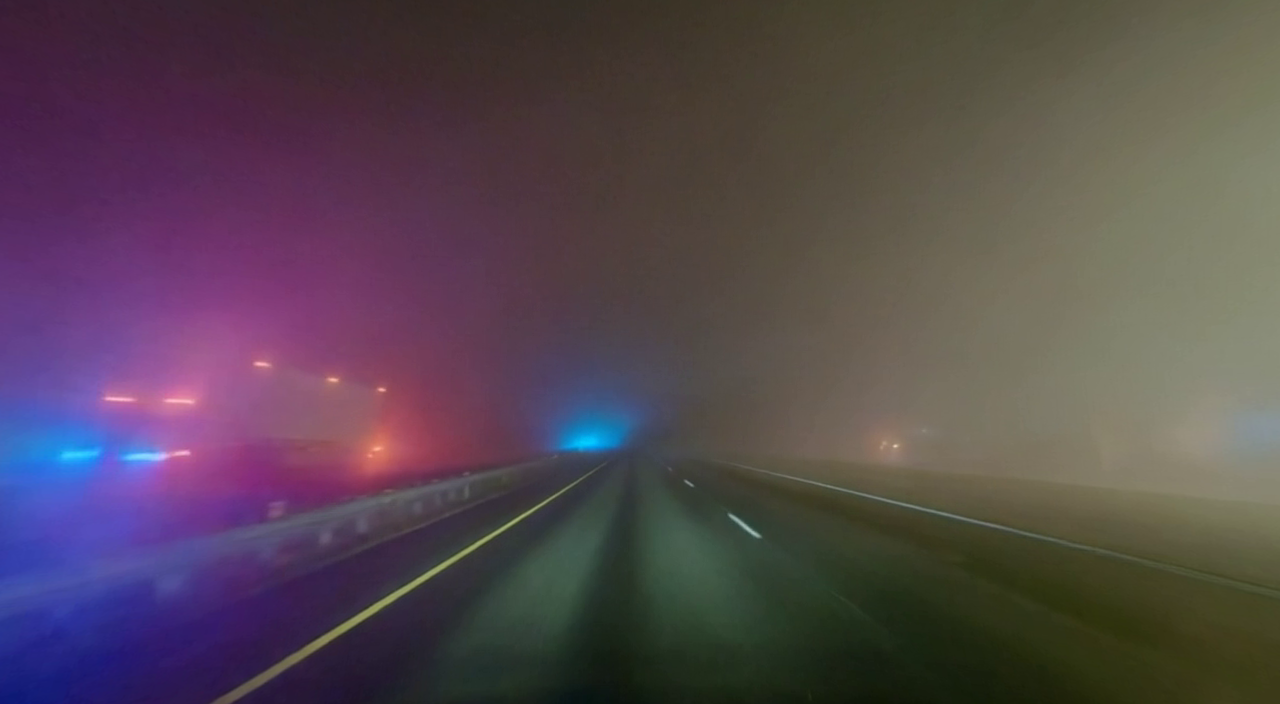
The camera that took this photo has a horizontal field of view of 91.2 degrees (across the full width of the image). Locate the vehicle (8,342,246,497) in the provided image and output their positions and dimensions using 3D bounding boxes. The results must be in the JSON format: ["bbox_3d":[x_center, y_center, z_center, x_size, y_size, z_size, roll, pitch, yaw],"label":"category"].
[{"bbox_3d":[-15.954,2.202,20.063,3.730,4.427,4.152,0,-8,0],"label":"vehicle"}]
